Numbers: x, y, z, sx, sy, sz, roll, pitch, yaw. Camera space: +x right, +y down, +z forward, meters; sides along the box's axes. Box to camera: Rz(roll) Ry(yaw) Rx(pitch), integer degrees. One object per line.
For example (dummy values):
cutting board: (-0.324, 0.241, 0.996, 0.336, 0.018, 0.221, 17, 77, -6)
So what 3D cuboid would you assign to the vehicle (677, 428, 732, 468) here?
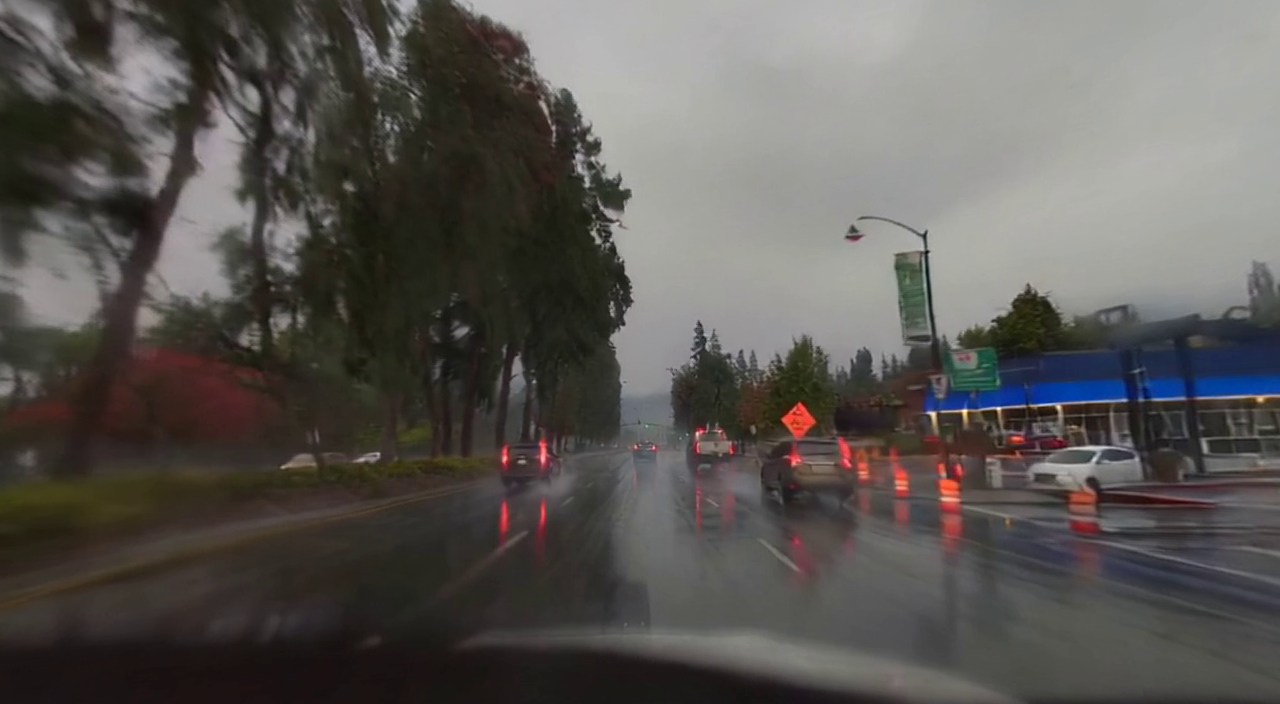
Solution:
vehicle: (4.316, 6.633, 43.659, 2.760, 2.465, 7.936, 0, -8, -1)

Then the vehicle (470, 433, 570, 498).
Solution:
vehicle: (-3.398, 3.309, 18.783, 2.038, 1.682, 4.399, 0, -8, 1)

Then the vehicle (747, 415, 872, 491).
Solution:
vehicle: (5.592, 3.497, 22.091, 2.653, 2.231, 6.793, 0, -8, 1)

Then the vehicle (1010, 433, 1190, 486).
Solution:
vehicle: (14.117, 3.315, 19.800, 1.969, 1.457, 4.719, 0, -8, -2)

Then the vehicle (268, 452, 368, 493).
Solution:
vehicle: (-13.830, 5.175, 27.376, 1.826, 1.553, 4.293, -1, -8, 4)
